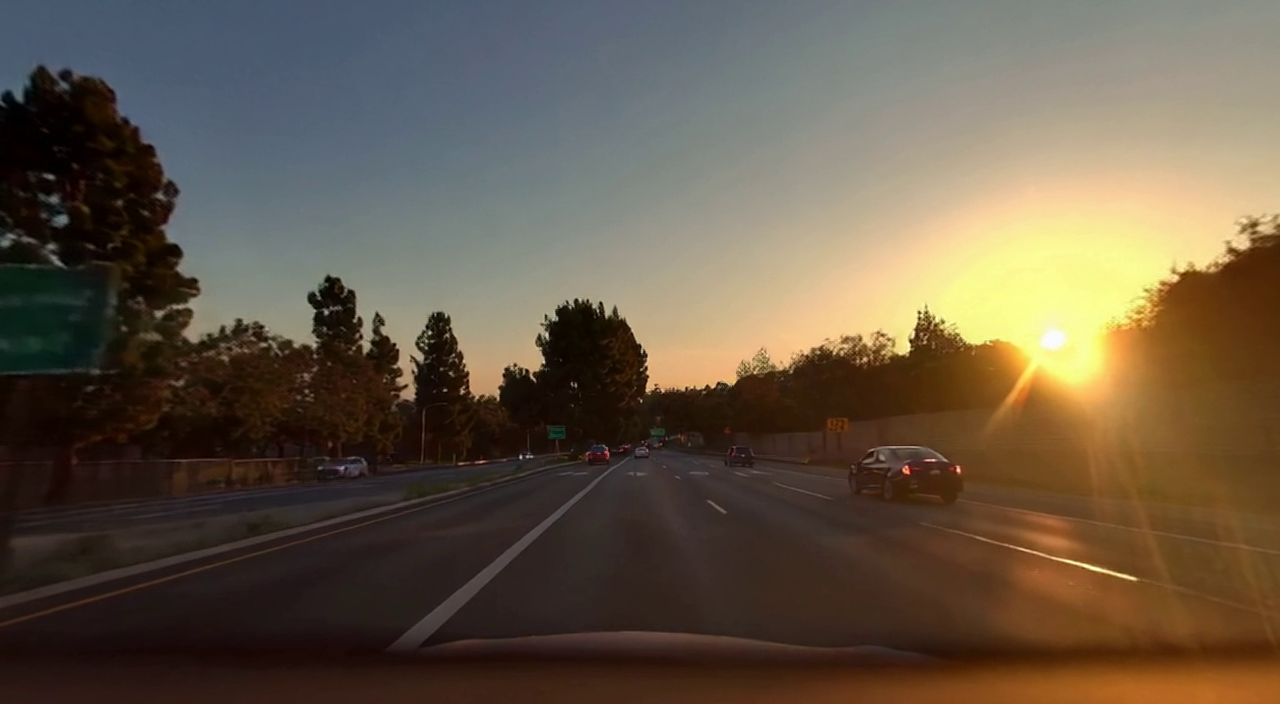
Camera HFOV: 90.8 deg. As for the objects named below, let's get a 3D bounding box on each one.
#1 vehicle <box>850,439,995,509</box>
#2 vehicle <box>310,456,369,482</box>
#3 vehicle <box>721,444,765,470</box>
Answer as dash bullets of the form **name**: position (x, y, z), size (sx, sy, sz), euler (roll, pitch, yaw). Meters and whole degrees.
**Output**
- **vehicle**: position (6.834, 2.955, 15.750), size (1.838, 1.518, 3.713), euler (0, -8, -1)
- **vehicle**: position (-19.542, 7.628, 41.260), size (1.797, 1.528, 3.941), euler (0, -8, 1)
- **vehicle**: position (6.569, 6.745, 40.817), size (1.987, 1.597, 4.463), euler (0, -8, -2)
